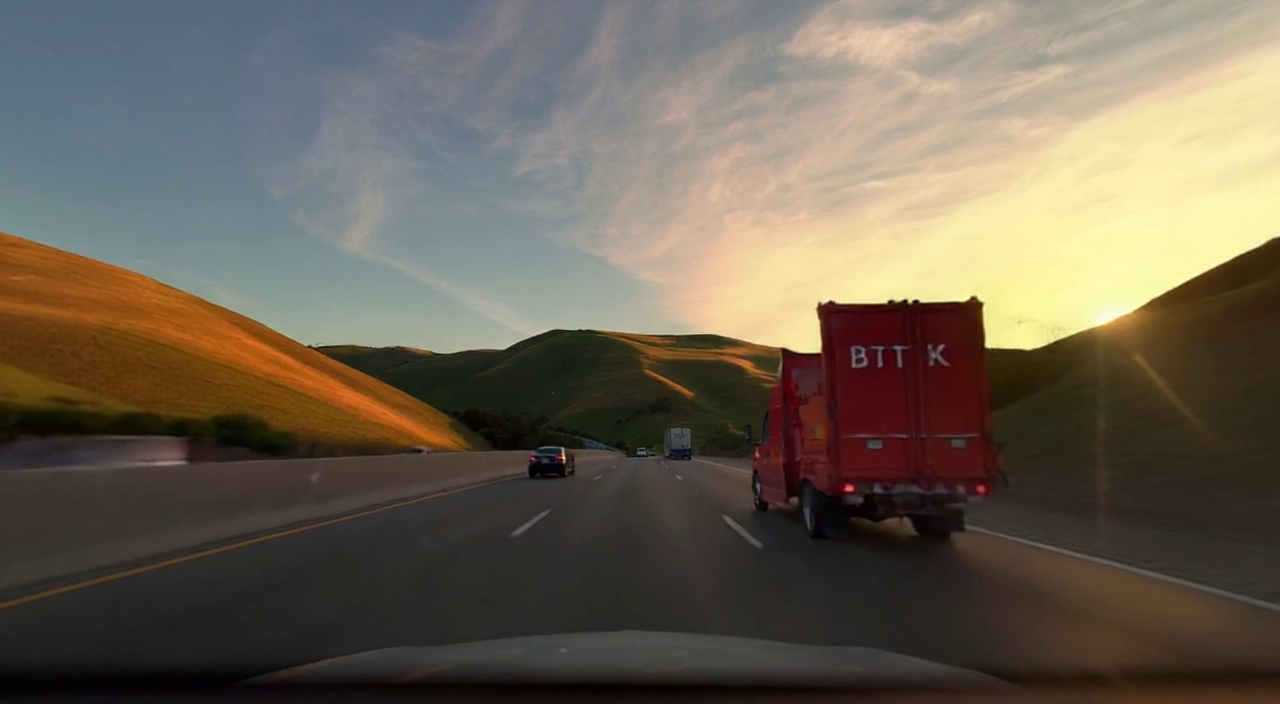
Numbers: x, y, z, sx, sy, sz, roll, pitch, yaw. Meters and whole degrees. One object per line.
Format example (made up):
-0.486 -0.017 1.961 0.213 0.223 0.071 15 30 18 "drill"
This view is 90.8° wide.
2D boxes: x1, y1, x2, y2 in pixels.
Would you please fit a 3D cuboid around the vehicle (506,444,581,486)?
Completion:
-3.663 4.428 25.047 2.060 1.475 5.314 0 -9 1 "vehicle"

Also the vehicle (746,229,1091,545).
3.978 0.855 11.134 2.999 4.023 6.337 0 -9 -1 "vehicle"

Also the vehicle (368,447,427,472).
-15.395 6.838 40.299 1.971 1.497 4.426 0 -9 0 "vehicle"
